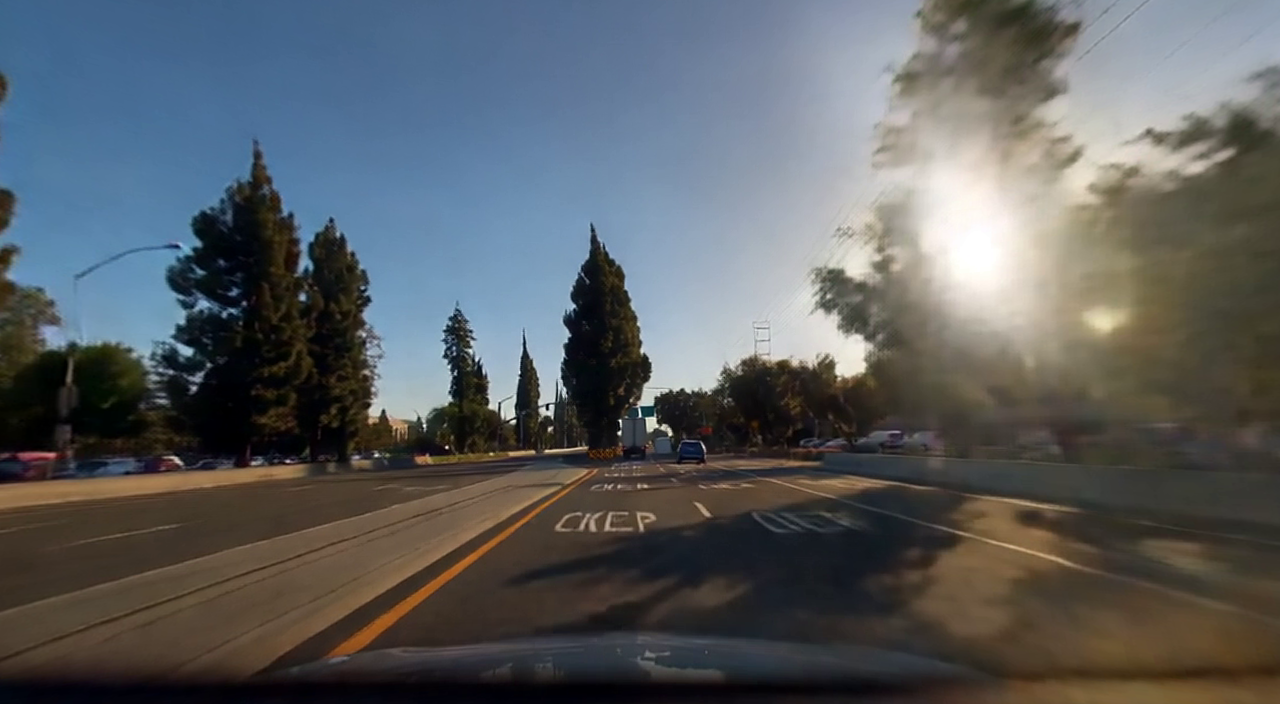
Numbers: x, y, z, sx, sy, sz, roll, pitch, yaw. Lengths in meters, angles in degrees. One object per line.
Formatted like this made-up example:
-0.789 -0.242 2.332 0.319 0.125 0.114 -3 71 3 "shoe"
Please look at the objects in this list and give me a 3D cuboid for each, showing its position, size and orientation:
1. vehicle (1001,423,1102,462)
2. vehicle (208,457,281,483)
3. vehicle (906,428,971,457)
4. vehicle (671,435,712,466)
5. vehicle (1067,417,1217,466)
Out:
20.118 4.481 31.145 1.939 1.753 4.469 0 -8 0 "vehicle"
-26.253 7.823 42.108 1.883 1.482 4.779 0 -8 -2 "vehicle"
20.396 6.241 43.444 1.993 1.854 5.008 0 -8 -1 "vehicle"
3.111 6.079 39.152 2.086 1.803 4.607 0 -8 -1 "vehicle"
20.096 3.642 25.658 1.941 1.784 4.967 0 -8 -1 "vehicle"
